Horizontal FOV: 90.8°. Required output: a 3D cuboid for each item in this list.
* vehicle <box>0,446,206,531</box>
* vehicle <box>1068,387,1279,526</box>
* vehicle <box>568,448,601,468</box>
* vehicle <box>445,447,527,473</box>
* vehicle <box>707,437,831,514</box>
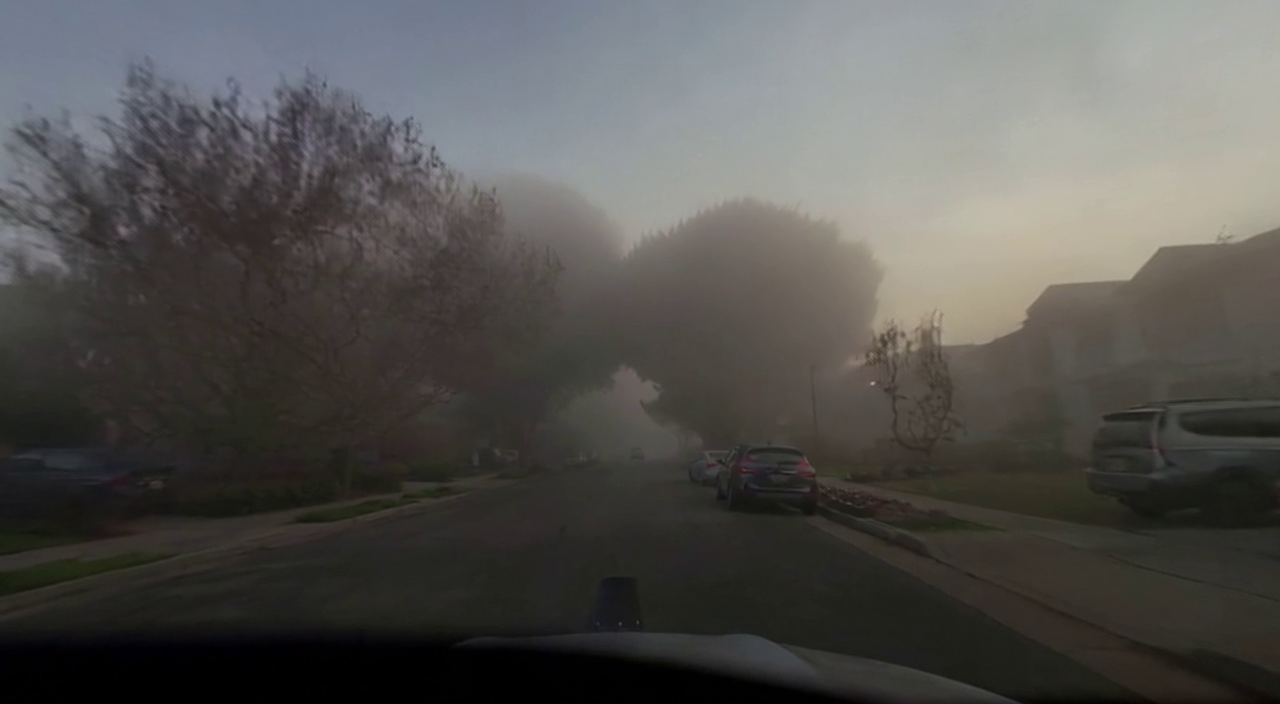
[{"bbox_3d":[-11.256,2.582,12.297,4.118,1.492,1.902,0,-9,-2],"label":"vehicle"},{"bbox_3d":[9.064,1.427,8.843,4.643,1.700,1.972,0,-9,0],"label":"vehicle"},{"bbox_3d":[-4.278,8.329,49.744,1.987,1.459,4.473,-1,-8,3],"label":"vehicle"},{"bbox_3d":[-10.213,7.180,42.097,4.933,1.547,2.125,-1,-8,0],"label":"vehicle"},{"bbox_3d":[2.748,2.739,14.560,2.022,1.483,4.565,0,-9,2],"label":"vehicle"}]
